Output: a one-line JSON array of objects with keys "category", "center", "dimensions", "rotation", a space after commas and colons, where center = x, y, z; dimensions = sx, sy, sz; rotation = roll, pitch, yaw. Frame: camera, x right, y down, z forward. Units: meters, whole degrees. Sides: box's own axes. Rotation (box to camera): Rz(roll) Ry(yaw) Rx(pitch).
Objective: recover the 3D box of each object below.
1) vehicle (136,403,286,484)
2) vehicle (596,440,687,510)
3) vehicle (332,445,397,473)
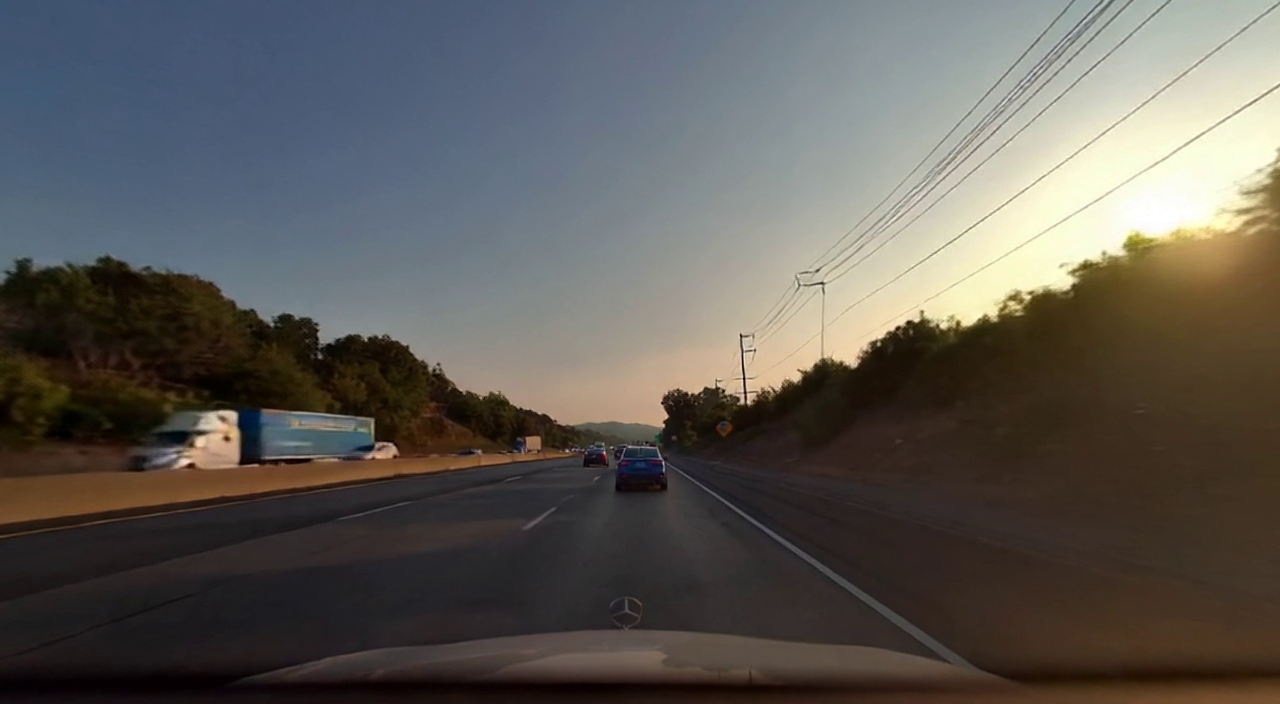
[{"category": "vehicle", "center": [-21.347, 4.652, 31.896], "dimensions": [3.035, 3.676, 6.029], "rotation": [0, -9, 2]}, {"category": "vehicle", "center": [0.002, 2.978, 15.750], "dimensions": [1.966, 1.499, 4.298], "rotation": [0, -9, -1]}, {"category": "vehicle", "center": [-16.181, 6.294, 37.270], "dimensions": [1.880, 1.550, 4.116], "rotation": [0, -9, 2]}]
